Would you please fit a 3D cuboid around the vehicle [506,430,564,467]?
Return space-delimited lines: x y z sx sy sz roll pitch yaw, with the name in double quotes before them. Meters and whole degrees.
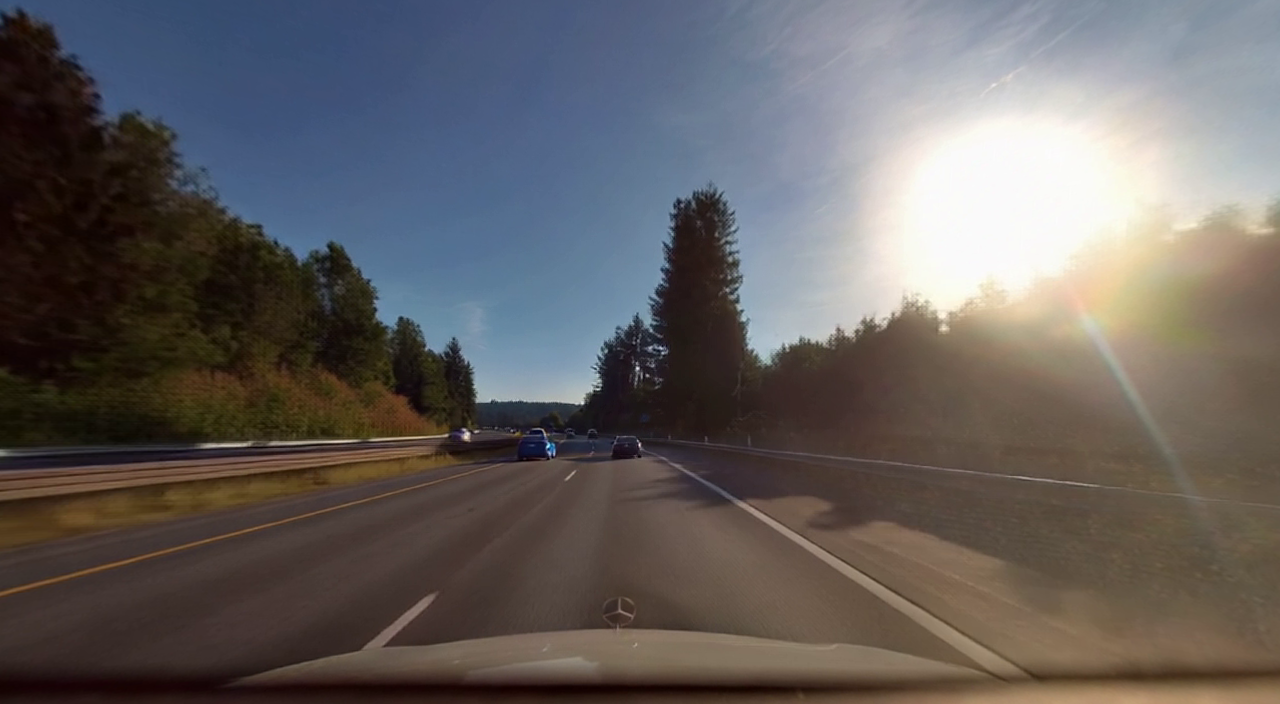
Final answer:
"vehicle" -4.604 4.313 28.296 1.975 1.518 4.242 0 -8 -1

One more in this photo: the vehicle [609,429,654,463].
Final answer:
"vehicle" -0.489 4.762 32.237 2.162 1.616 4.242 0 -8 -2
